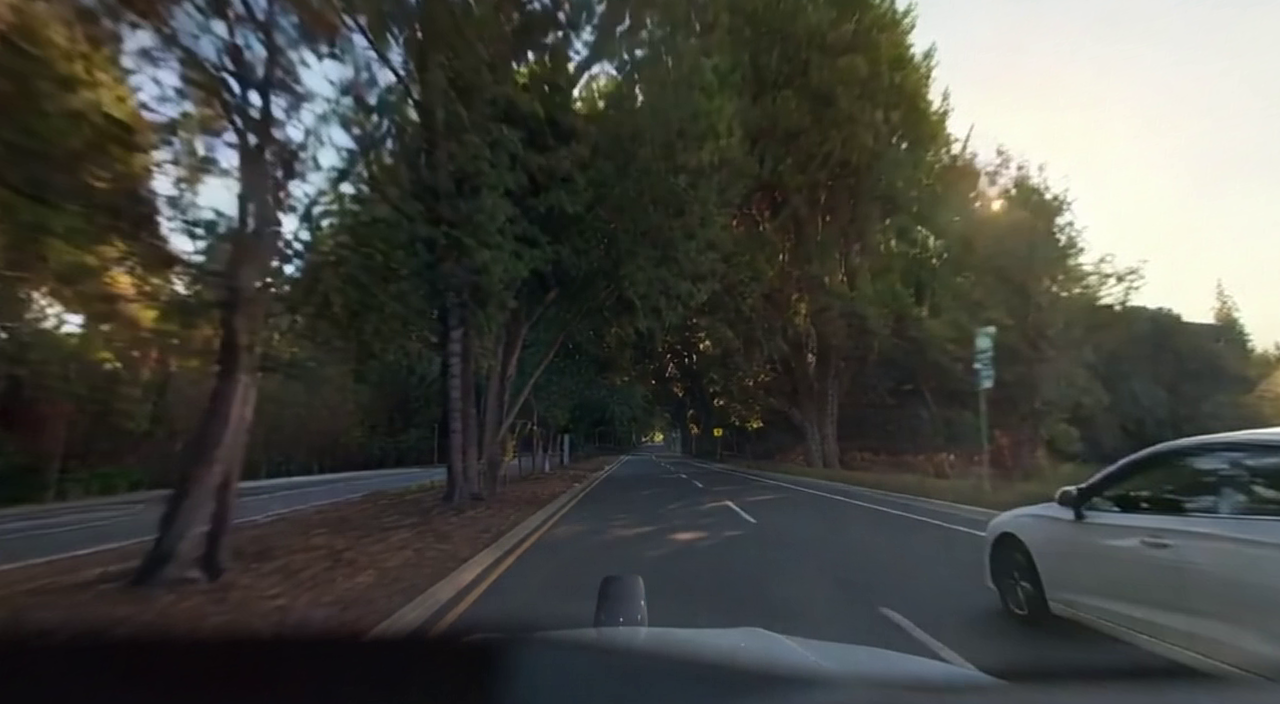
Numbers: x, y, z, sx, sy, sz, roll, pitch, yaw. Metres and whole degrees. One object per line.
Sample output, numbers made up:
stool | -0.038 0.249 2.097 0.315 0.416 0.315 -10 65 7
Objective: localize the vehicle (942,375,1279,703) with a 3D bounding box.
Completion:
vehicle | 3.644 0.970 3.111 2.060 1.584 4.592 0 -9 0
